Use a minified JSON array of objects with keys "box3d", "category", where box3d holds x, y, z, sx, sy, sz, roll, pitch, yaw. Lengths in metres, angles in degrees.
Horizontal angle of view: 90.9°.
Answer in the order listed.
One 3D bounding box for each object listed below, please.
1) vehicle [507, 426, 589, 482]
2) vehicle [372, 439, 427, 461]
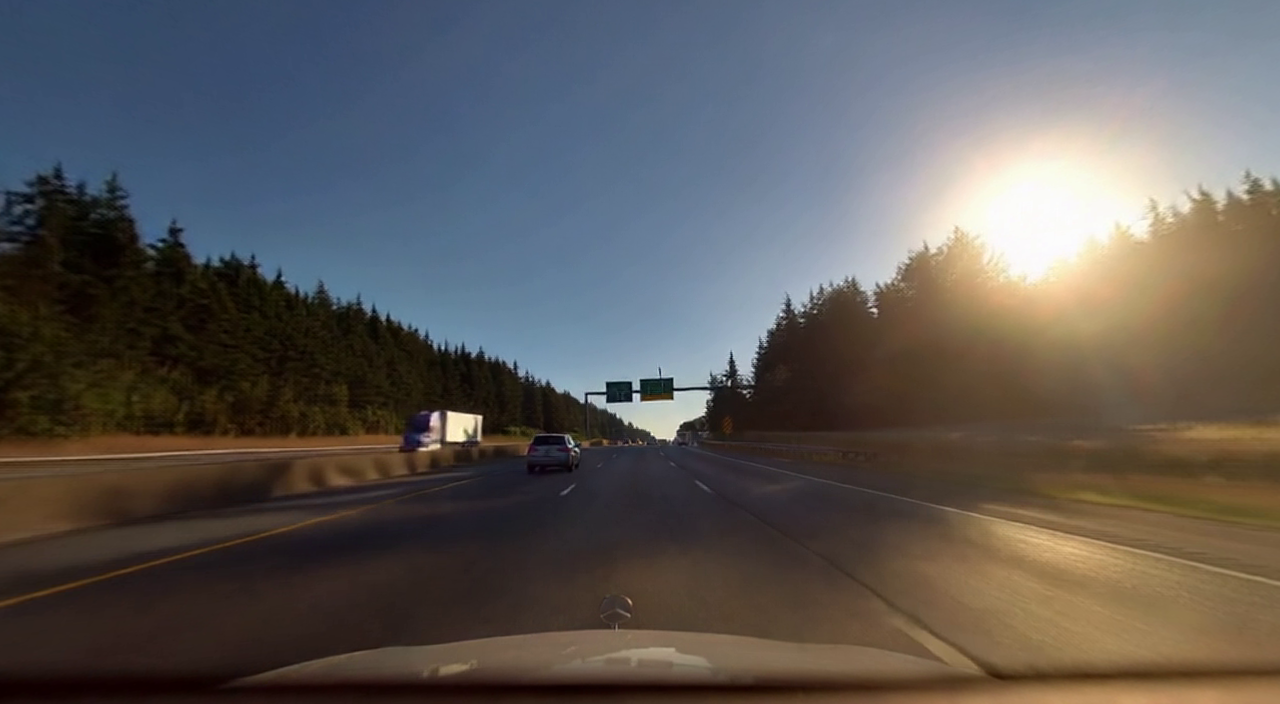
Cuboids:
[{"box3d":[-2.939,3.346,20.987,2.084,1.654,4.080,0,-8,0],"category":"vehicle"},{"box3d":[-16.704,6.807,43.989,1.960,1.444,4.553,0,-8,1],"category":"vehicle"}]
